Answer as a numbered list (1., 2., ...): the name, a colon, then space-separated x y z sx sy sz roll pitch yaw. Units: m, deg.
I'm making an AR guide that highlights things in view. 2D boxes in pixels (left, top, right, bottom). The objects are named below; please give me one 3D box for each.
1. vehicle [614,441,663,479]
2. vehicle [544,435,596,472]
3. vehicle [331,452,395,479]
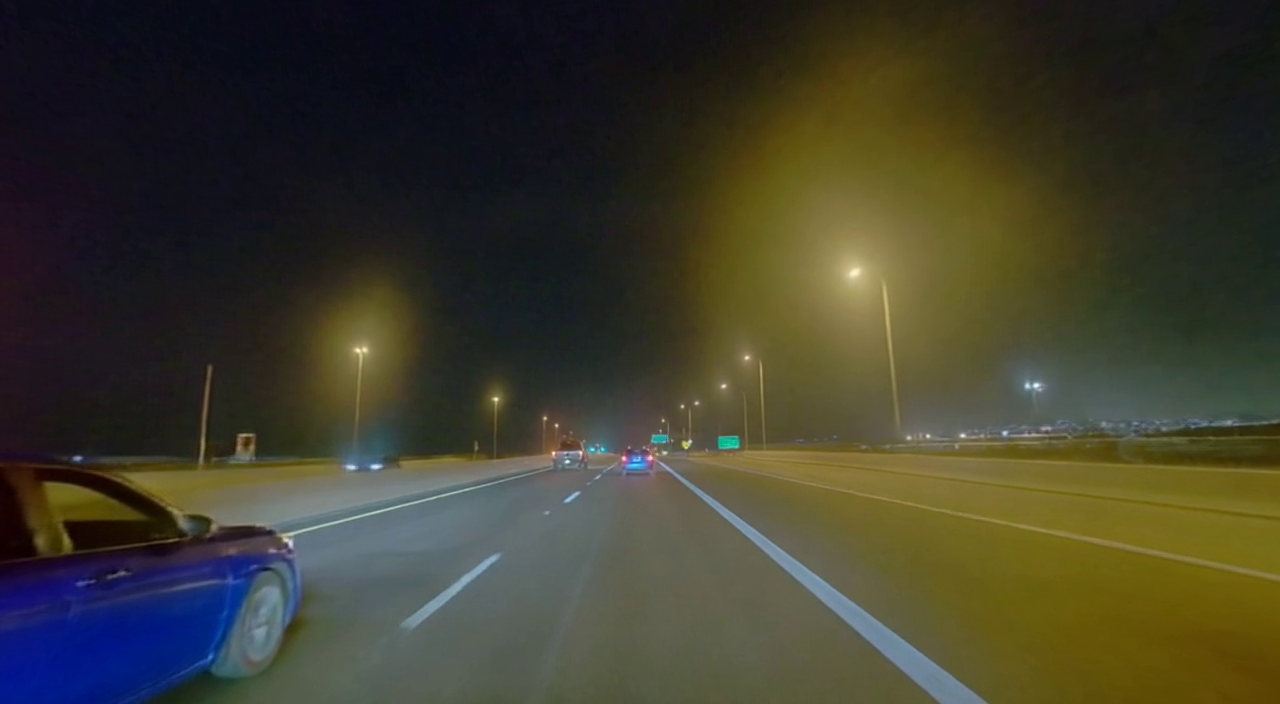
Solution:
1. vehicle: -0.065 4.915 28.901 2.086 1.548 4.325 0 -9 0
2. vehicle: -3.775 5.568 34.690 2.264 1.901 4.647 -1 -9 1
3. vehicle: -17.443 7.145 39.940 1.914 1.595 4.561 -1 -9 1
